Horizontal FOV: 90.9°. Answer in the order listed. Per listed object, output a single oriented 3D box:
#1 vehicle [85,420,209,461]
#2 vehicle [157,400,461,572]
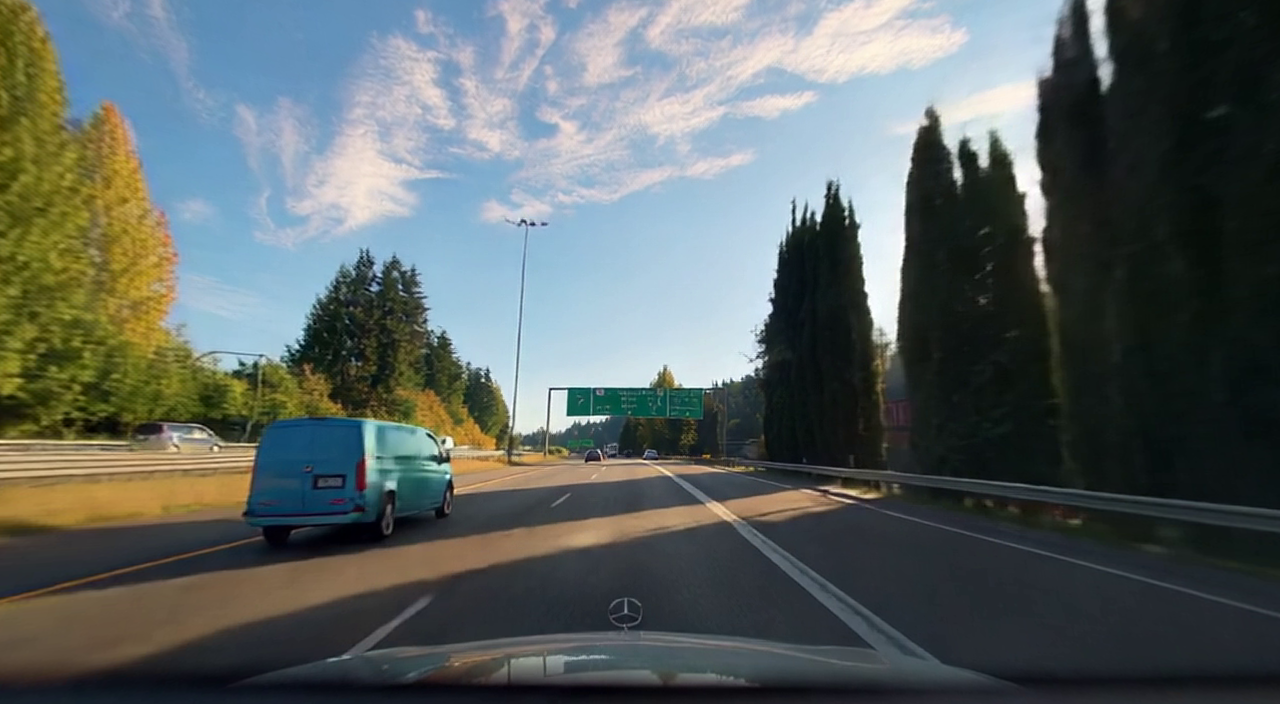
[{"bbox_3d":[-19.235,3.507,24.813,1.879,1.492,3.607,0,-9,0],"label":"vehicle"},{"bbox_3d":[-4.126,1.753,8.925,1.971,1.795,4.389,0,-9,-2],"label":"vehicle"}]
